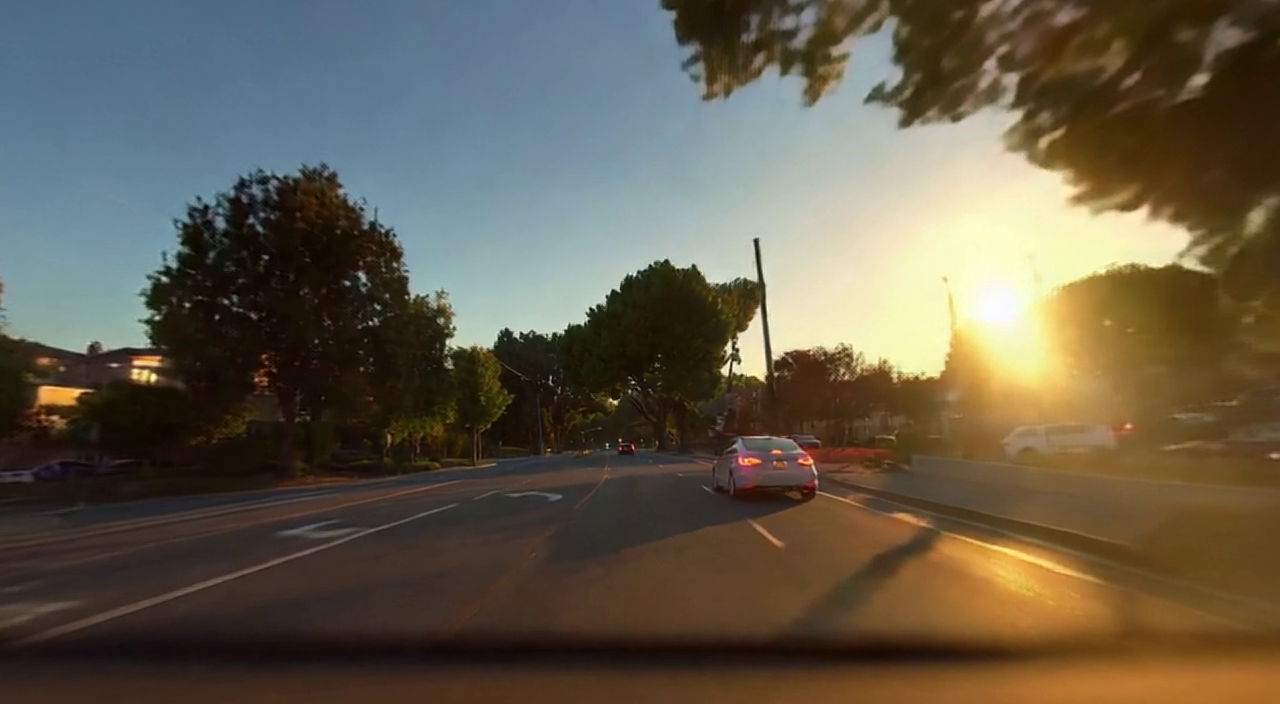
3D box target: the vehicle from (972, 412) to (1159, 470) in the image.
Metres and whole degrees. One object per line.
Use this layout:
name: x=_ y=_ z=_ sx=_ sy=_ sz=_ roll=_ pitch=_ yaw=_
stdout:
vehicle: x=14.342 y=3.038 z=21.479 sx=4.788 sy=1.815 sz=2.114 roll=0 pitch=-8 yaw=-1

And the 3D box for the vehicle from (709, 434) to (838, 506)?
vehicle: x=3.043 y=2.796 z=15.438 sx=2.134 sy=1.476 sz=4.327 roll=0 pitch=-8 yaw=-1

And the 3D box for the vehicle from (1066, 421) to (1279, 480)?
vehicle: x=13.993 y=2.547 z=16.351 sx=4.344 sy=1.387 sz=2.053 roll=-1 pitch=-8 yaw=1
